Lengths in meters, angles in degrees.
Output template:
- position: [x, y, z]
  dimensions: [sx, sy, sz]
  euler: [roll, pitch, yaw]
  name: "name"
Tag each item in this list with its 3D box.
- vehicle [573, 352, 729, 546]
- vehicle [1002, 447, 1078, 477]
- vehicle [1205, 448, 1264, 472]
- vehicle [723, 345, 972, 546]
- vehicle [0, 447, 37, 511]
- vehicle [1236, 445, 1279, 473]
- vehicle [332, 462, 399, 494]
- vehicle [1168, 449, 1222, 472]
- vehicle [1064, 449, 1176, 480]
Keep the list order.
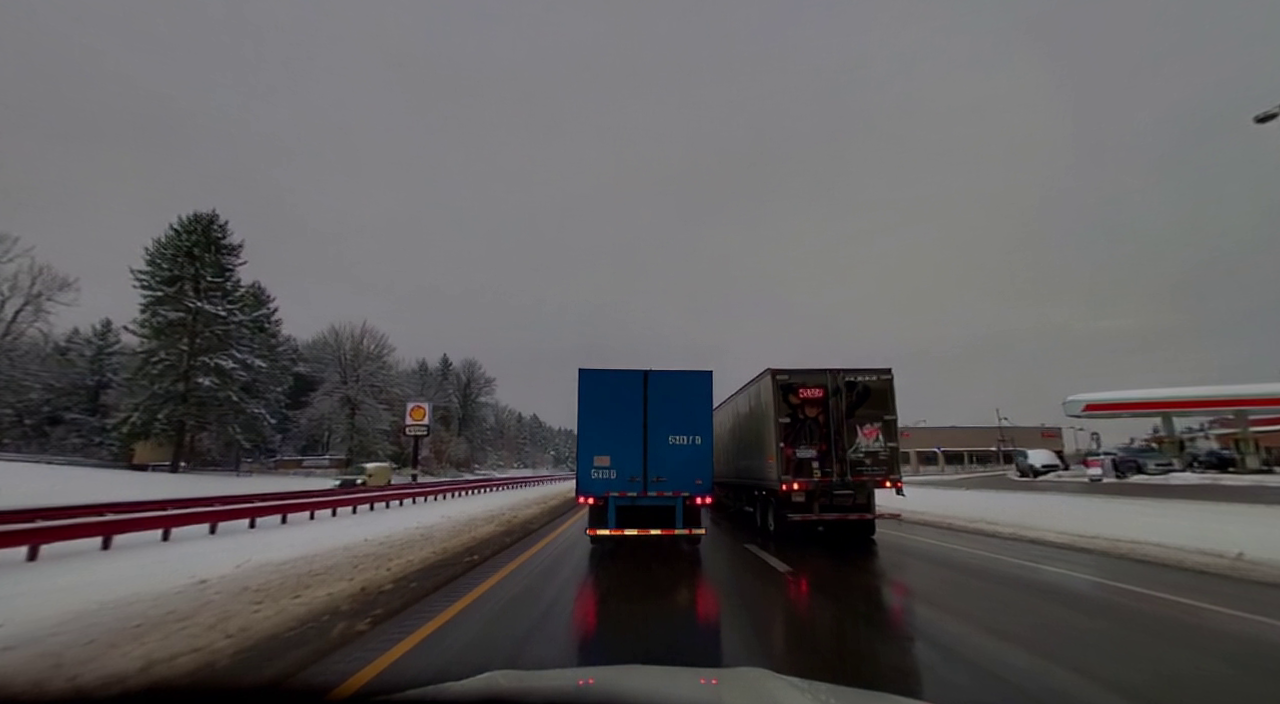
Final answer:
- position: [0.103, 2.429, 15.190]
  dimensions: [2.618, 3.306, 8.676]
  euler: [1, -10, -1]
  name: "vehicle"
- position: [24.718, 6.848, 39.102]
  dimensions: [1.919, 1.722, 4.024]
  euler: [1, -10, -2]
  name: "vehicle"
- position: [37.830, 6.905, 40.033]
  dimensions: [4.208, 1.429, 1.820]
  euler: [8, -13, -35]
  name: "vehicle"
- position: [4.384, 2.545, 16.284]
  dimensions: [2.936, 3.640, 9.443]
  euler: [1, -10, -2]
  name: "vehicle"
- position: [-50.252, 9.777, 49.505]
  dimensions: [17.220, 4.382, 2.913]
  euler: [-9, -14, 44]
  name: "vehicle"
- position: [36.344, 6.206, 36.257]
  dimensions: [4.315, 1.469, 1.823]
  euler: [8, -12, -33]
  name: "vehicle"
- position: [-16.872, 7.765, 39.017]
  dimensions: [1.981, 1.824, 4.637]
  euler: [1, -10, 0]
  name: "vehicle"
- position: [38.405, 7.515, 43.563]
  dimensions: [3.565, 1.448, 1.866]
  euler: [8, -13, -35]
  name: "vehicle"
- position: [24.582, 5.820, 32.526]
  dimensions: [1.762, 1.470, 4.485]
  euler: [3, -11, -10]
  name: "vehicle"
